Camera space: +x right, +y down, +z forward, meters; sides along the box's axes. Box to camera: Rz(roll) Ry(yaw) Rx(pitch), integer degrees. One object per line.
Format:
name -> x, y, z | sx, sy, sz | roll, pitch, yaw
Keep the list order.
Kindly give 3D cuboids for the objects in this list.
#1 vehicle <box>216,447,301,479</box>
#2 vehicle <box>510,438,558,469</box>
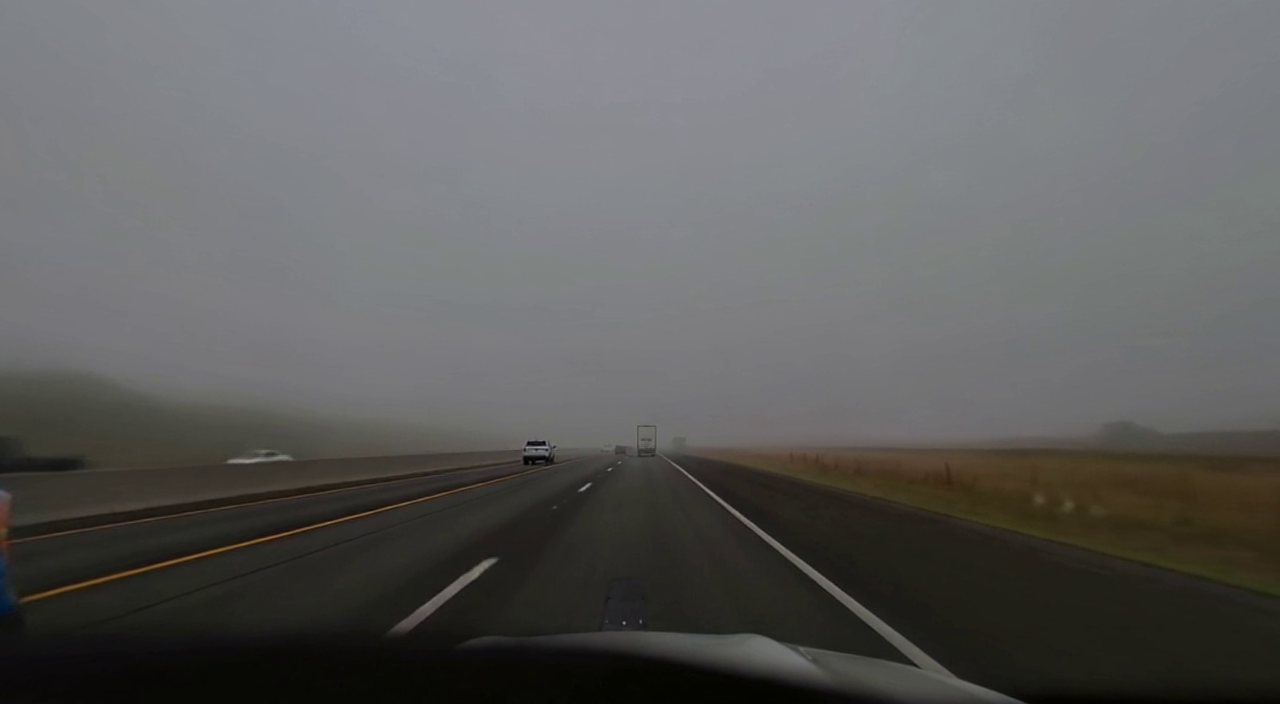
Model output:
vehicle -> -21.422, 6.226, 35.650 | 1.920, 1.644, 4.610 | 0, -8, 0
vehicle -> -6.853, 6.582, 41.274 | 2.193, 1.866, 4.807 | -1, -8, 2
